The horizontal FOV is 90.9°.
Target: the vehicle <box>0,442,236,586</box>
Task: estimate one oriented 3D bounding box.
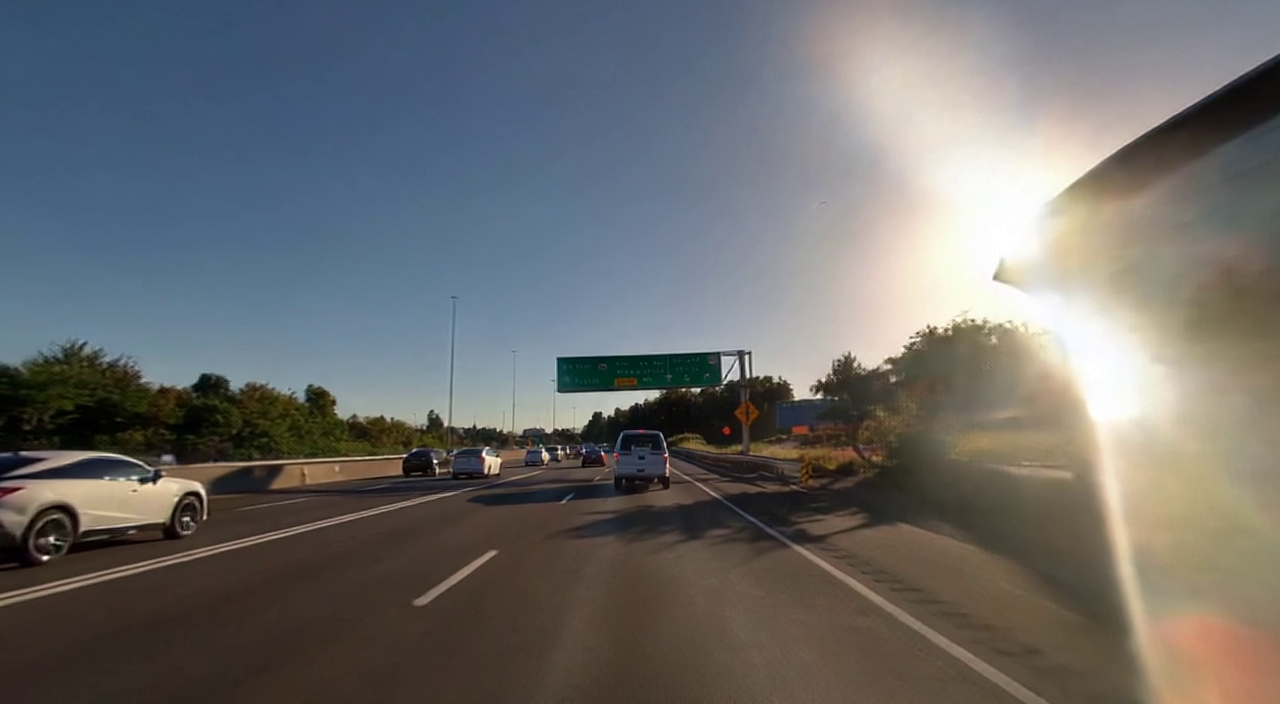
[{"bbox_3d":[-7.455,1.886,7.941,1.864,1.458,4.295,0,-9,0],"label":"vehicle"}]

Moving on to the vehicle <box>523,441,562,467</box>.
[{"bbox_3d":[-7.363,7.761,48.045,2.106,1.816,4.936,0,-9,0],"label":"vehicle"}]

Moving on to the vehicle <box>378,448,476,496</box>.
[{"bbox_3d":[-7.212,4.073,21.841,1.869,1.466,4.217,0,-9,1],"label":"vehicle"}]

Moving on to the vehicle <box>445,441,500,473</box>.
[{"bbox_3d":[-11.121,6.992,42.296,2.157,1.941,5.544,0,-9,0],"label":"vehicle"}]

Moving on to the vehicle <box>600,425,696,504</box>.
[{"bbox_3d":[0.198,2.856,16.302,2.152,1.779,3.924,0,-9,1],"label":"vehicle"}]

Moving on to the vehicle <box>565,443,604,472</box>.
[{"bbox_3d":[-3.331,6.432,38.526,1.952,1.649,4.131,0,-9,1],"label":"vehicle"}]
